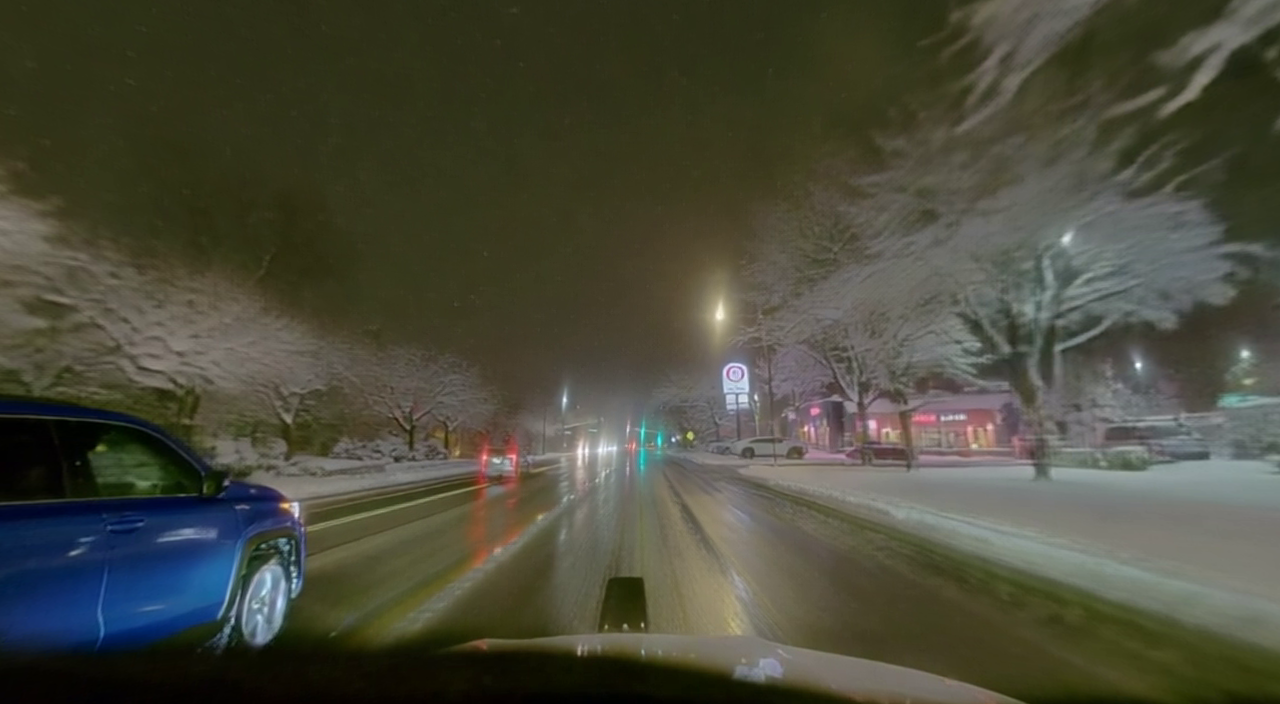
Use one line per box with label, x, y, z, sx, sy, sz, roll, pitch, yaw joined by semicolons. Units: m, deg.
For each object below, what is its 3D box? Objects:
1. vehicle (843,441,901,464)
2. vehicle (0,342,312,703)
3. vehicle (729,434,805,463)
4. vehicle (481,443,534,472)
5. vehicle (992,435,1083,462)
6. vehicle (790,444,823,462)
vehicle;15.877;6.894;43.440;2.177;1.397;4.511;-2;-8;-1
vehicle;-3.312;0.791;2.144;2.127;1.654;4.121;0;-8;0
vehicle;8.891;6.739;44.161;5.031;1.951;2.184;-2;-9;15
vehicle;-7.426;5.944;35.750;1.990;1.483;4.410;0;-8;1
vehicle;26.669;6.455;42.596;2.672;1.580;5.933;-3;-7;5
vehicle;13.074;7.925;49.652;1.540;1.395;3.516;0;-8;-1
